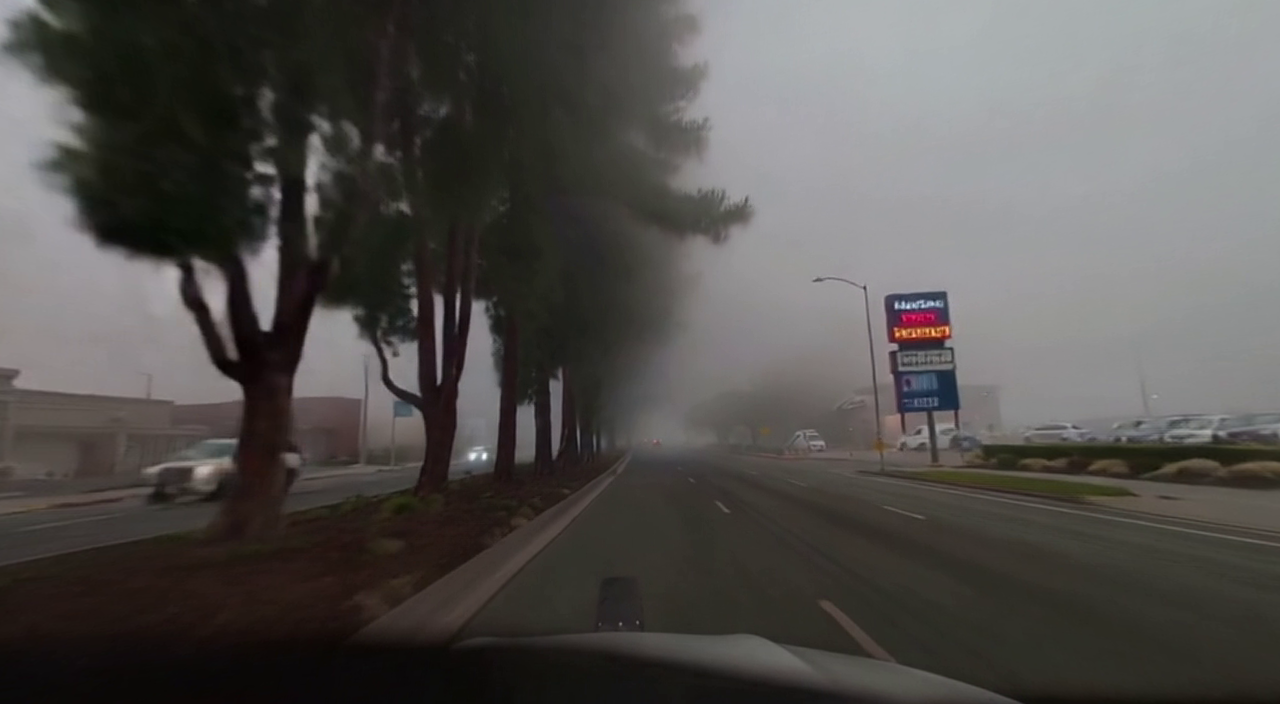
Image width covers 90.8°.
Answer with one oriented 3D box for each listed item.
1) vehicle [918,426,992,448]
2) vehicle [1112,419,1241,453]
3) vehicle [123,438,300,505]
[{"bbox_3d":[22.266,6.005,44.729,4.171,1.492,1.999,0,-8,2],"label":"vehicle"},{"bbox_3d":[22.272,3.514,26.347,3.547,1.360,1.951,0,-8,3],"label":"vehicle"},{"bbox_3d":[-11.332,3.149,17.131,1.896,1.593,4.014,0,-8,1],"label":"vehicle"}]
